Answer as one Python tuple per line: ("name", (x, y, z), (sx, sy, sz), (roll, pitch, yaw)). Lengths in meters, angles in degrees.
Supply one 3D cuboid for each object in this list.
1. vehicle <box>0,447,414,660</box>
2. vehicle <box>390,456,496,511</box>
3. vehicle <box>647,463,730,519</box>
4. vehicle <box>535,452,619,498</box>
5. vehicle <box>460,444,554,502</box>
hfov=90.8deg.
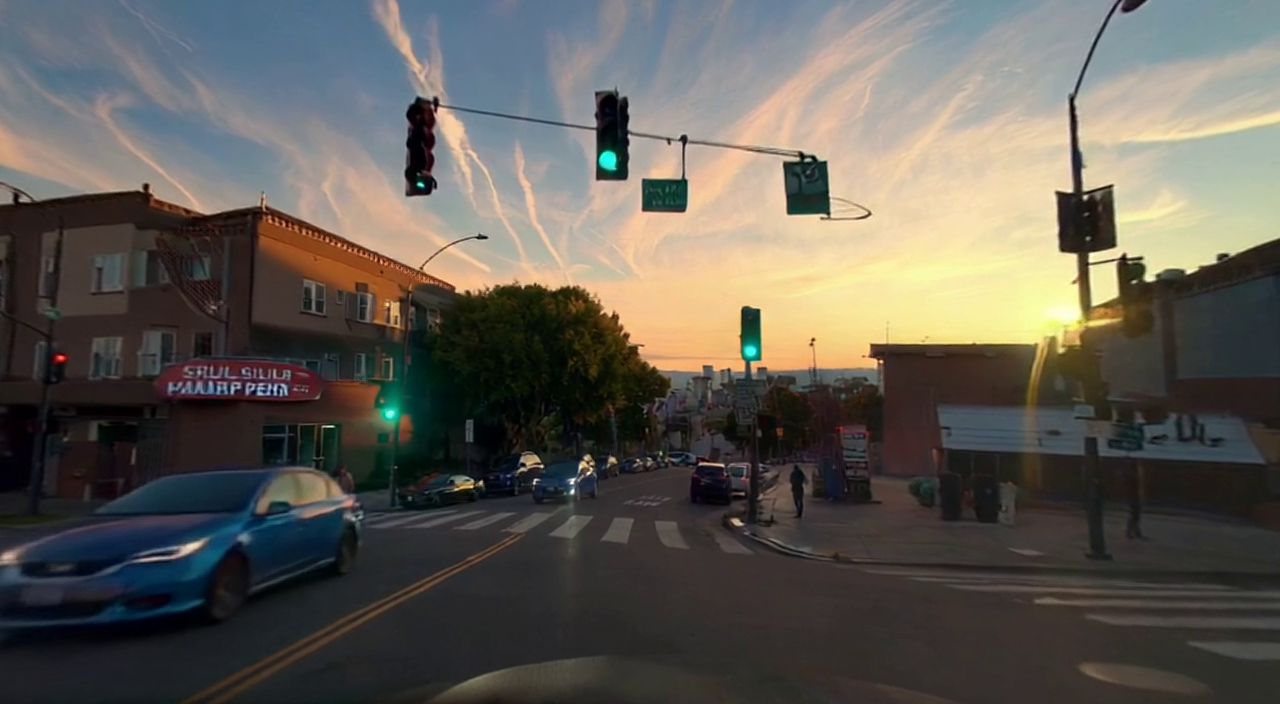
("vehicle", (-4.362, 1.790, 6.828), (2.119, 1.485, 4.472), (-1, -8, 1))
("vehicle", (-7.565, 5.063, 24.709), (1.933, 1.461, 4.393), (-7, -6, 12))
("vehicle", (1.703, 4.433, 20.667), (1.892, 1.481, 4.365), (-3, -9, 15))
("vehicle", (-2.587, 5.261, 27.495), (2.181, 1.723, 4.692), (-2, -9, 14))
("vehicle", (-6.166, 5.641, 30.055), (2.120, 2.078, 5.403), (-6, -7, 13))
